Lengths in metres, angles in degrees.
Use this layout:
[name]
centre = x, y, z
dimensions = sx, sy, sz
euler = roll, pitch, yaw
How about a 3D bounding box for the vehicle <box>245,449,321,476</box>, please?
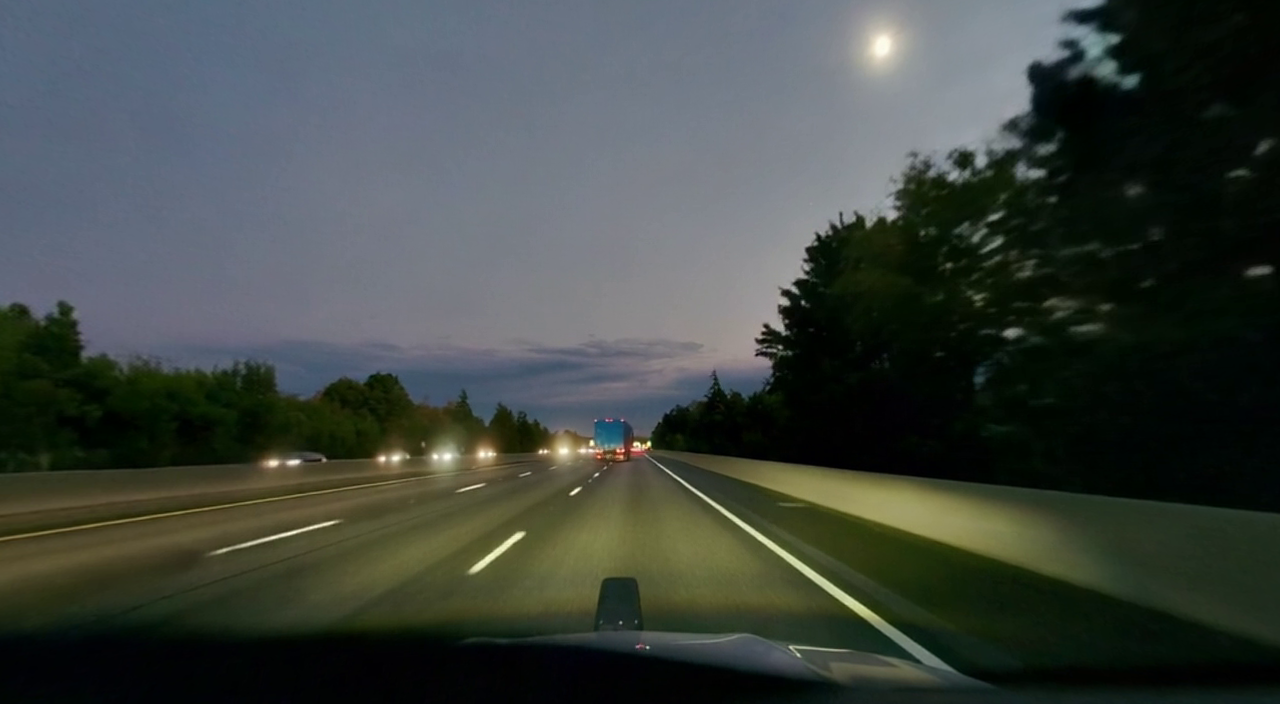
[vehicle]
centre = -21.633, 6.691, 38.531
dimensions = 1.965, 1.537, 4.609
euler = 0, -9, 0
